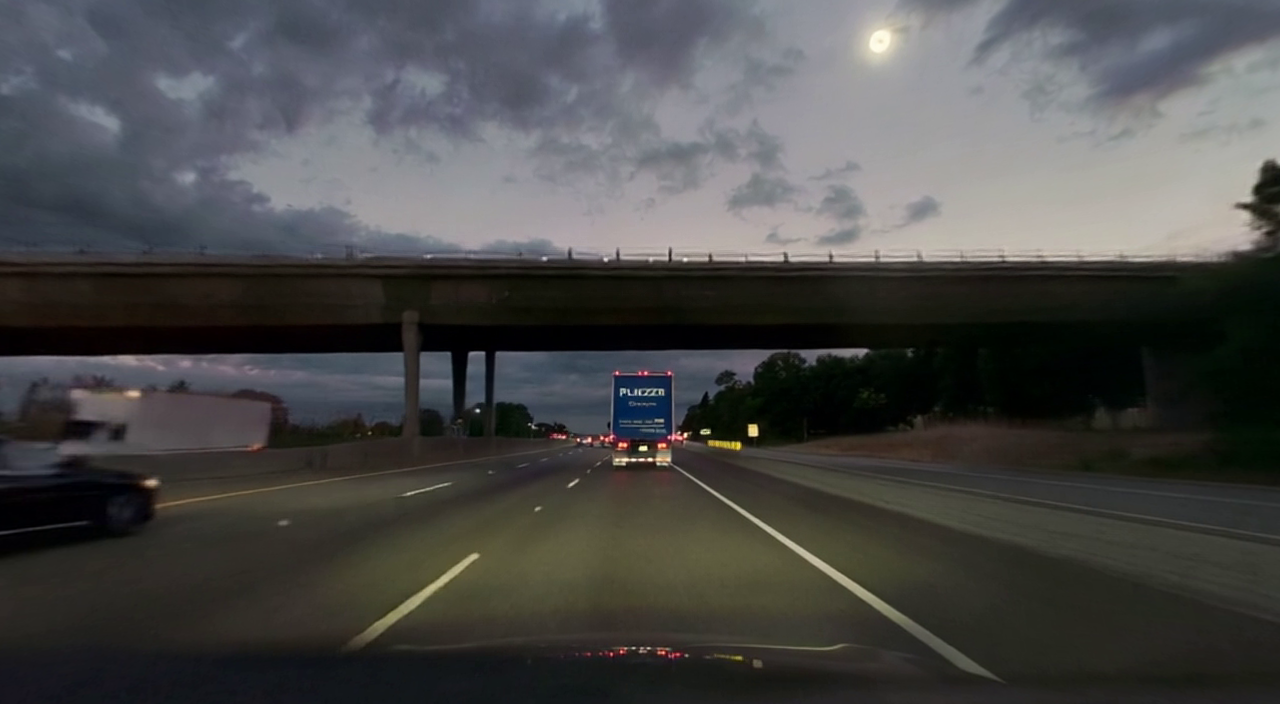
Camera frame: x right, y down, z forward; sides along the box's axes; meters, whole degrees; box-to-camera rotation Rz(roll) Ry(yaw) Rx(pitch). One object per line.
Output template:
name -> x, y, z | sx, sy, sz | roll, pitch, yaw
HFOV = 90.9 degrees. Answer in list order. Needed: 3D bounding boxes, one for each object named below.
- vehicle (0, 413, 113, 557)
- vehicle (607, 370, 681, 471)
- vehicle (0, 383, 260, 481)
vehicle -> -7.995, 1.369, 6.263 | 2.041, 1.566, 3.986 | 0, -8, -1
vehicle -> 0.040, 3.479, 30.767 | 2.926, 3.959, 11.818 | 0, -8, -1
vehicle -> -24.747, 4.088, 31.998 | 2.858, 3.950, 12.922 | 0, -8, 0
